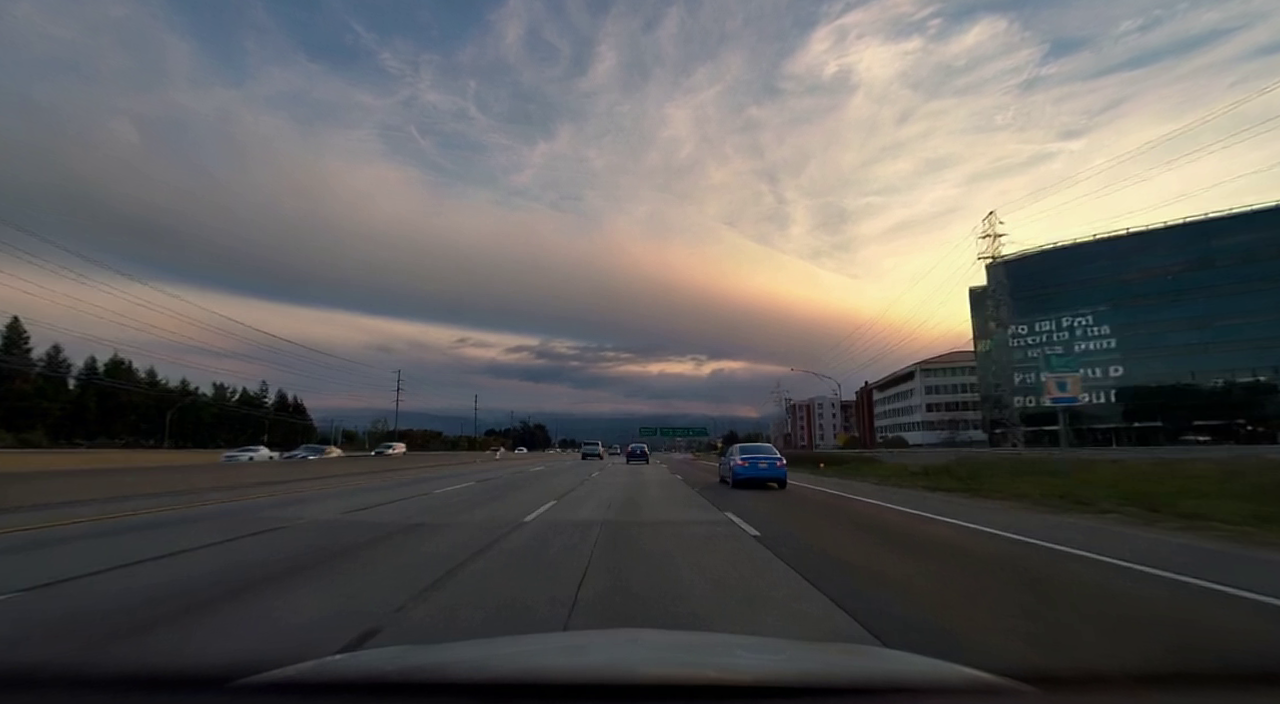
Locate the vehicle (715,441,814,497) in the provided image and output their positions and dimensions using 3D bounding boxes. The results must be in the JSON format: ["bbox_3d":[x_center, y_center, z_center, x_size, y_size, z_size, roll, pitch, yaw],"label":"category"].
[{"bbox_3d":[3.681,3.536,19.528,1.995,1.533,4.463,0,-8,-2],"label":"vehicle"}]

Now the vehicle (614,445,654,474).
[{"bbox_3d":[-0.345,5.840,34.481,2.019,1.472,3.971,0,-8,-1],"label":"vehicle"}]

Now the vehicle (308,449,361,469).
[{"bbox_3d":[-23.766,8.327,49.105,1.853,1.476,4.522,0,-8,0],"label":"vehicle"}]
